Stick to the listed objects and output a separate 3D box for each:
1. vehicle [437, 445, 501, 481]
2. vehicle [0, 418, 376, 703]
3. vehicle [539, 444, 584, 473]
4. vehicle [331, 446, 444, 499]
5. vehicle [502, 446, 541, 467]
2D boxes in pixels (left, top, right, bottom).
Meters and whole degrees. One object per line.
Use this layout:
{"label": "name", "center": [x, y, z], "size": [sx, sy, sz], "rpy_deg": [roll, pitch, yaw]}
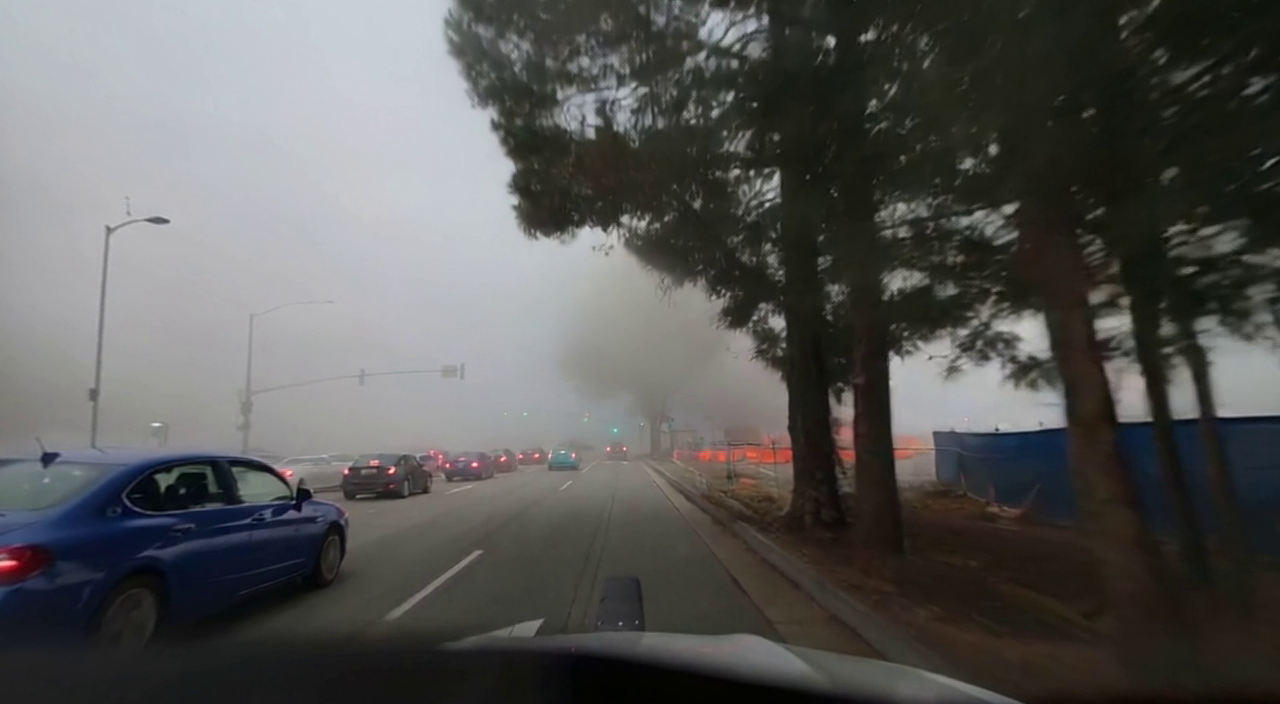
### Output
{"label": "vehicle", "center": [-7.813, 5.102, 29.342], "size": [1.900, 1.507, 4.285], "rpy_deg": [-1, -8, -2]}
{"label": "vehicle", "center": [-4.048, 1.366, 4.824], "size": [2.026, 1.497, 4.577], "rpy_deg": [-2, -8, 1]}
{"label": "vehicle", "center": [-4.210, 5.774, 34.523], "size": [2.042, 1.441, 4.172], "rpy_deg": [-1, -8, -2]}
{"label": "vehicle", "center": [-8.166, 3.908, 20.932], "size": [1.992, 1.446, 4.296], "rpy_deg": [-3, -8, 0]}
{"label": "vehicle", "center": [-8.527, 7.533, 45.736], "size": [1.933, 1.458, 4.544], "rpy_deg": [0, -8, 0]}
